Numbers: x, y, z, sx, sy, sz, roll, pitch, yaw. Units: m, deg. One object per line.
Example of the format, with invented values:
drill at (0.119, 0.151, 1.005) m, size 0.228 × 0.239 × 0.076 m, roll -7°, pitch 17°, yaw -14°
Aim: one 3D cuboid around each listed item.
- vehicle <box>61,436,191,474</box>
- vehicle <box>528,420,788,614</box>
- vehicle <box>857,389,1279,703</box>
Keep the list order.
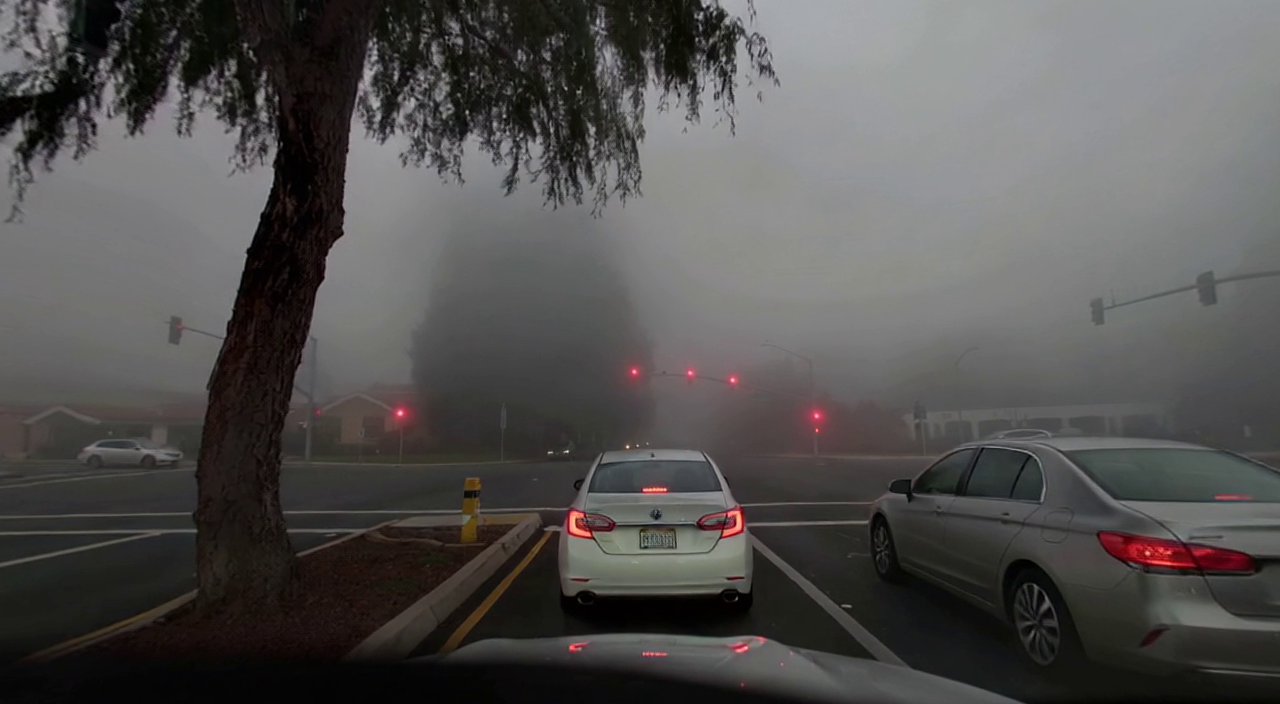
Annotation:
vehicle at (-24.331, 4.877, 29.978) m, size 4.450 × 1.684 × 1.894 m, roll 0°, pitch -8°, yaw 0°
vehicle at (0.096, 1.564, 6.881) m, size 2.017 × 1.485 × 3.813 m, roll 0°, pitch -8°, yaw -1°
vehicle at (3.166, 1.125, 3.895) m, size 1.931 × 1.493 × 4.555 m, roll 0°, pitch -8°, yaw -1°
